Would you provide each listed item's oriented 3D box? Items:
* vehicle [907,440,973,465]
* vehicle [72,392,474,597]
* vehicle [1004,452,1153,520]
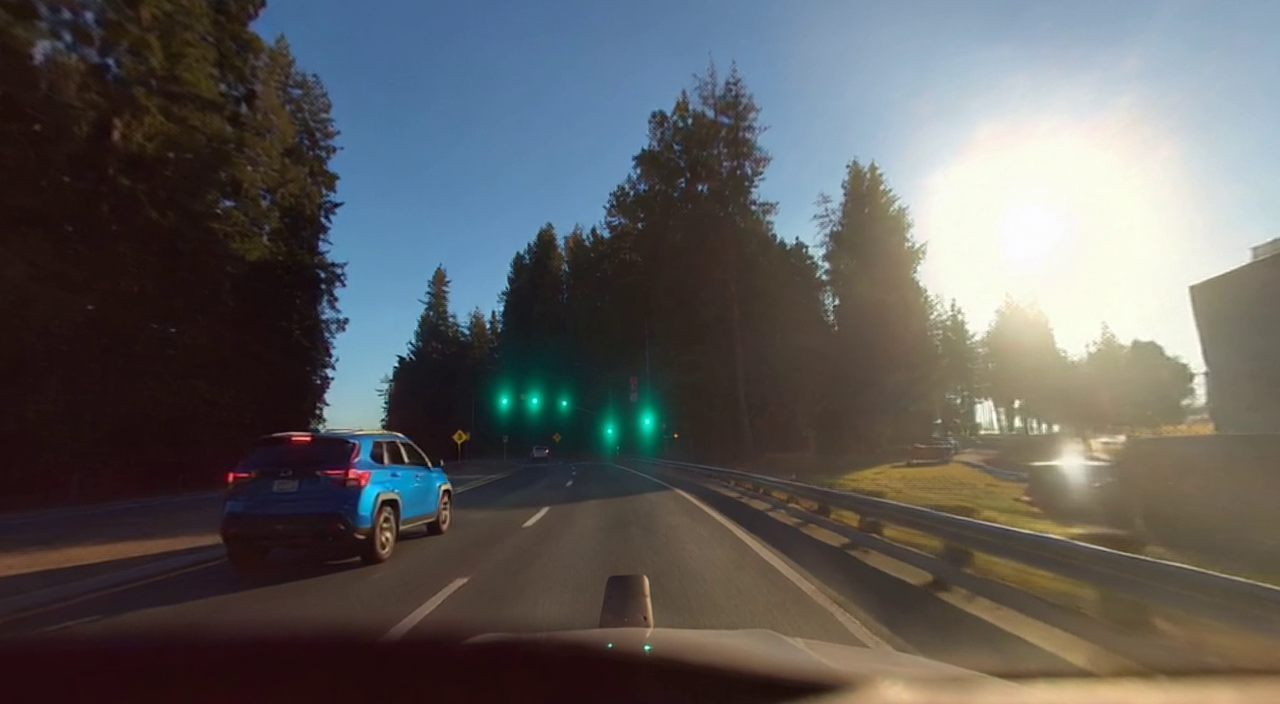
[{"bbox_3d":[20.224,6.749,42.406,4.141,1.451,1.720,2,-9,-27],"label":"vehicle"},{"bbox_3d":[-4.015,1.651,8.319,2.336,1.857,4.986,0,-8,-1],"label":"vehicle"},{"bbox_3d":[11.772,3.461,16.816,4.621,1.457,2.045,7,-11,-40],"label":"vehicle"}]
